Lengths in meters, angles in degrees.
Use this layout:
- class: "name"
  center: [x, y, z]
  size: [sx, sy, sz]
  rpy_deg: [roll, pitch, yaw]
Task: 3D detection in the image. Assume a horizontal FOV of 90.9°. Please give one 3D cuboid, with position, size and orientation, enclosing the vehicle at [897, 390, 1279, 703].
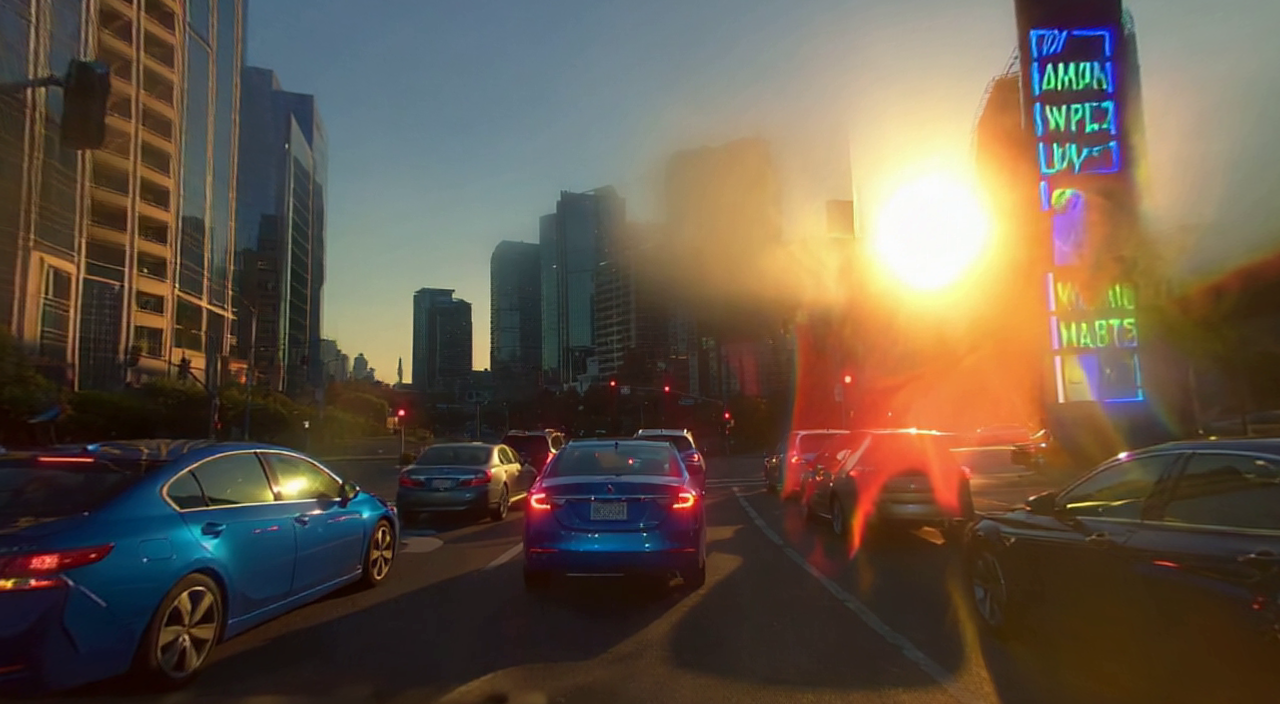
- class: "vehicle"
  center: [3.435, 1.104, 3.768]
  size: [1.981, 1.499, 4.536]
  rpy_deg: [0, -8, 2]

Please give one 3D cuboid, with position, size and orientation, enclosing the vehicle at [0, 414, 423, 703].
- class: "vehicle"
  center: [-3.410, 1.300, 4.726]
  size: [1.980, 1.454, 4.226]
  rpy_deg: [0, -8, 1]

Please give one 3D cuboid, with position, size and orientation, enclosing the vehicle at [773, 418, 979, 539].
- class: "vehicle"
  center: [3.768, 2.093, 11.013]
  size: [2.007, 1.683, 4.171]
  rpy_deg: [0, -8, 1]

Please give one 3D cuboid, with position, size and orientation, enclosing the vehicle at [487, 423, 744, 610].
- class: "vehicle"
  center: [-0.186, 1.622, 7.130]
  size: [2.059, 1.477, 3.988]
  rpy_deg: [0, -8, 0]
